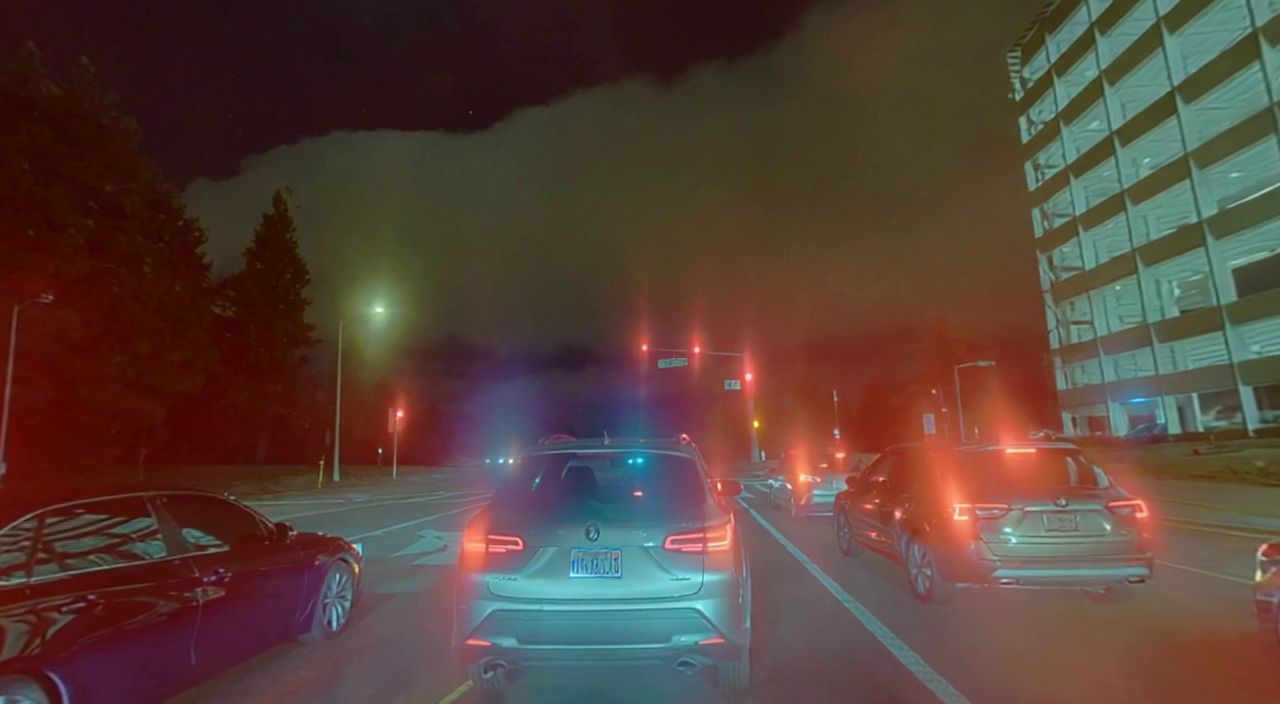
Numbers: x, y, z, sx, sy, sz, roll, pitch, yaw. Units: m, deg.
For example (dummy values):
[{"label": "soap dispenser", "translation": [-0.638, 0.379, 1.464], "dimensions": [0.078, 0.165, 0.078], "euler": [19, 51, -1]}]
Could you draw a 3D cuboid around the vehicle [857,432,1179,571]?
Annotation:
[{"label": "vehicle", "translation": [4.900, 1.967, 9.183], "dimensions": [1.963, 1.480, 4.553], "euler": [0, -8, 2]}]

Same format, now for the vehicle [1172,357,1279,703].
[{"label": "vehicle", "translation": [4.066, 0.602, 1.107], "dimensions": [1.993, 1.719, 4.953], "euler": [0, -8, 1]}]

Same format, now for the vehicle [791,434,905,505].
[{"label": "vehicle", "translation": [5.327, 3.038, 16.736], "dimensions": [1.994, 1.638, 4.100], "euler": [-1, -9, 6]}]

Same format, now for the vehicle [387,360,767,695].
[{"label": "vehicle", "translation": [-0.210, 1.235, 5.565], "dimensions": [2.021, 1.742, 4.295], "euler": [-1, -8, 4]}]
